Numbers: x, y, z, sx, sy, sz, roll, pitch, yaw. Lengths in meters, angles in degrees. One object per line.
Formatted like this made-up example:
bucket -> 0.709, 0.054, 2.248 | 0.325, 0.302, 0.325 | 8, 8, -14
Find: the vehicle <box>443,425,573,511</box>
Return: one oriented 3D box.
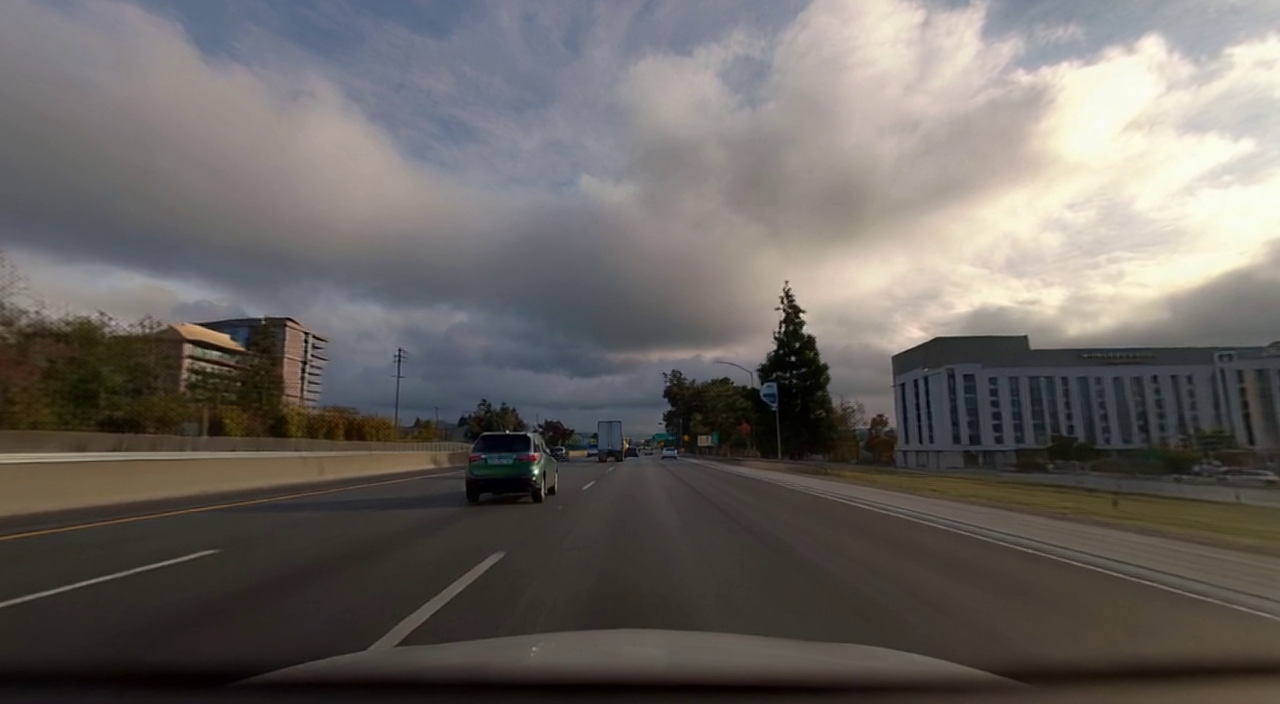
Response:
vehicle -> -2.960, 2.731, 15.247 | 2.111, 1.742, 4.315 | 0, -9, 1
